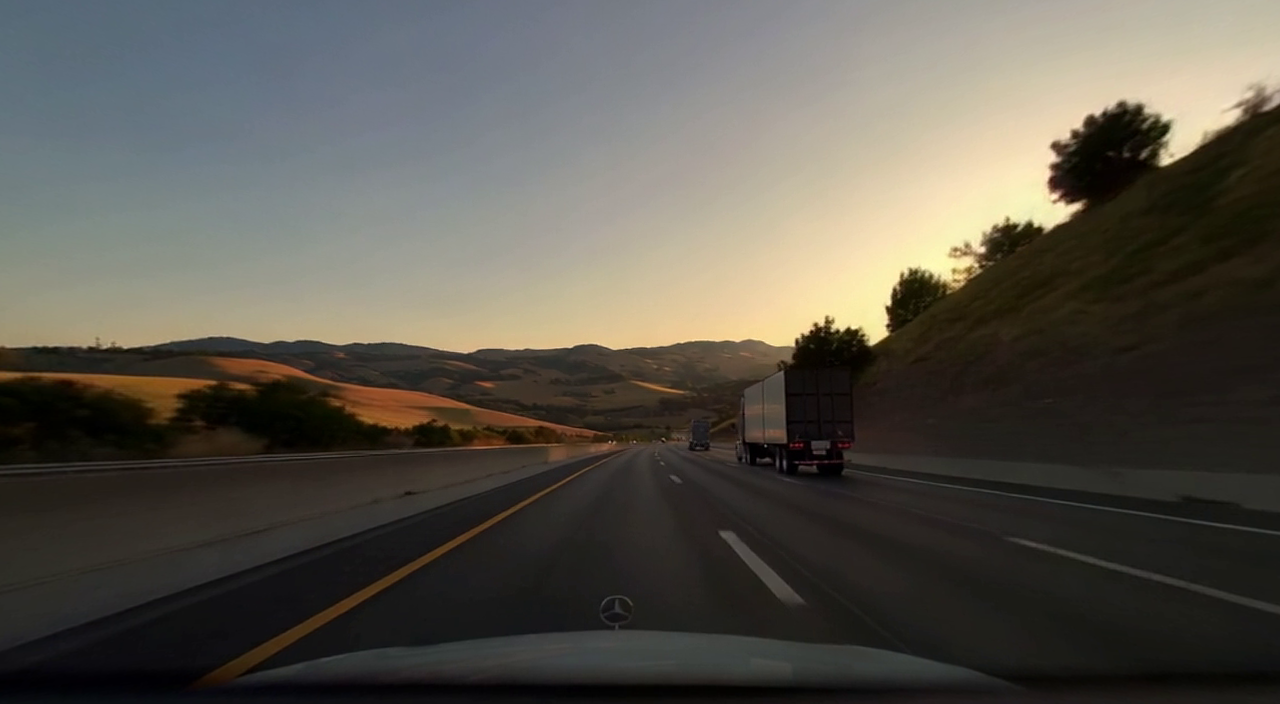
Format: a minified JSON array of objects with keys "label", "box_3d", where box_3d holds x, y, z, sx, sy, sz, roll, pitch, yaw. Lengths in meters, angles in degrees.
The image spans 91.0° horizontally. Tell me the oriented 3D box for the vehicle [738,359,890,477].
[{"label":"vehicle","box_3d":[7.117,3.272,28.877,2.885,4.075,13.981,-1,-8,0]}]
